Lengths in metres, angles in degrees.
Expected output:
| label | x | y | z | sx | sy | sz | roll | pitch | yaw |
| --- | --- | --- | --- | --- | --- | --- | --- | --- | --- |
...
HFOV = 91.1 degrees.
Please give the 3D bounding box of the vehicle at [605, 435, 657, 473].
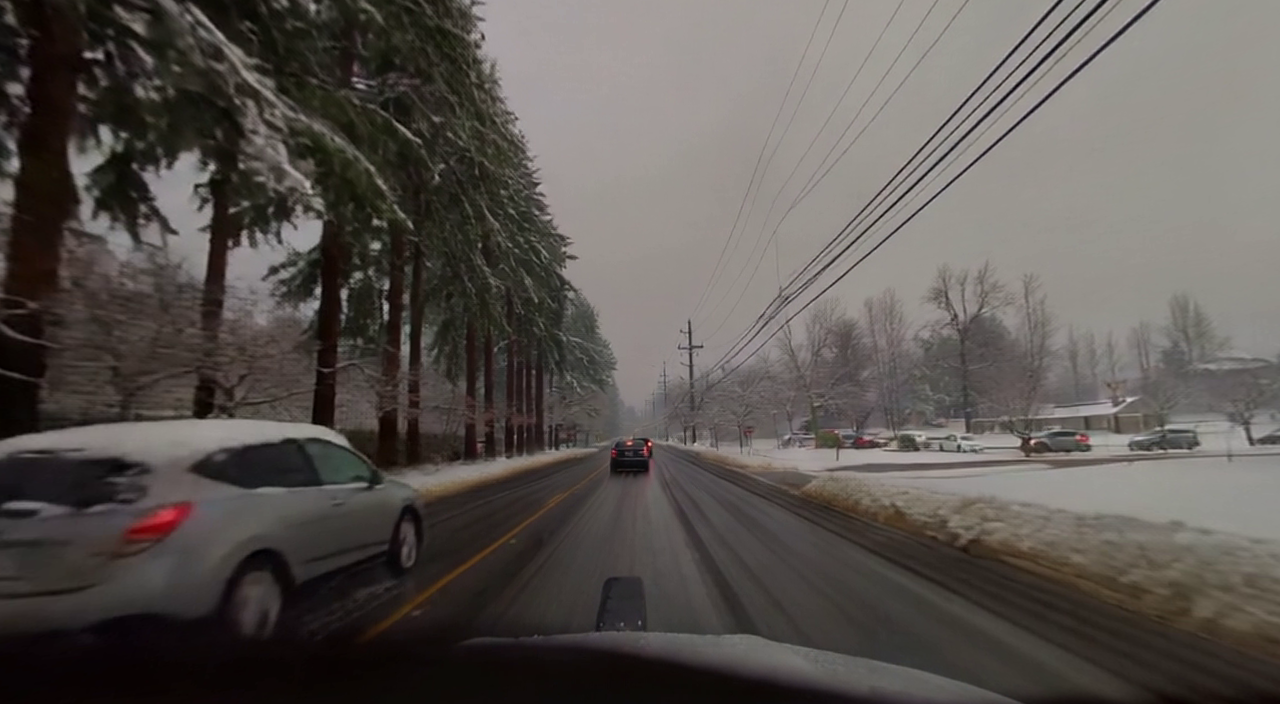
| label | x | y | z | sx | sy | sz | roll | pitch | yaw |
| --- | --- | --- | --- | --- | --- | --- | --- | --- | --- |
| vehicle | -0.357 | 4.245 | 26.357 | 1.991 | 1.463 | 3.988 | 0 | -9 | 0 |
